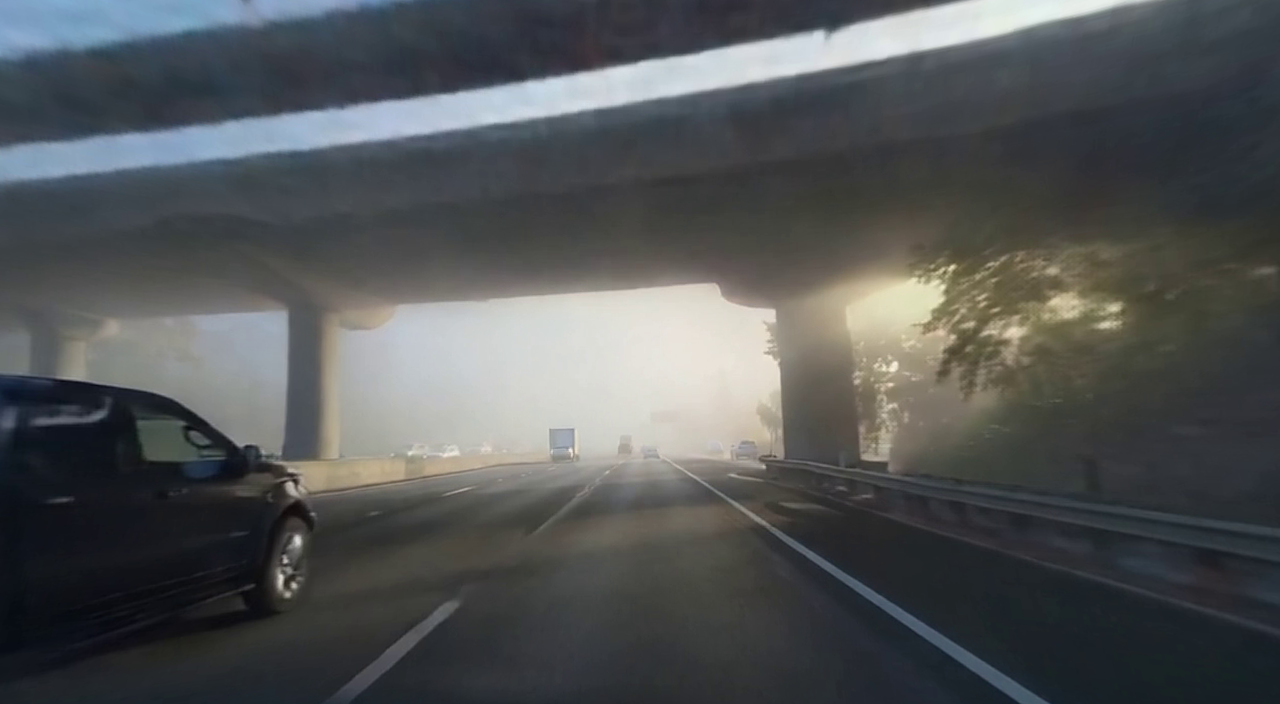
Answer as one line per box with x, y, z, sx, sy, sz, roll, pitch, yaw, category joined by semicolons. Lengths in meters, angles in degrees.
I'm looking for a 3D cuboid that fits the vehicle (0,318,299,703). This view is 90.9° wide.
-3.715;0.801;2.527;1.994;1.911;4.819;0;-8;0;vehicle

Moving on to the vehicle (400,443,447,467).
-16.391;7.783;47.950;2.036;1.666;4.303;0;-8;1;vehicle
